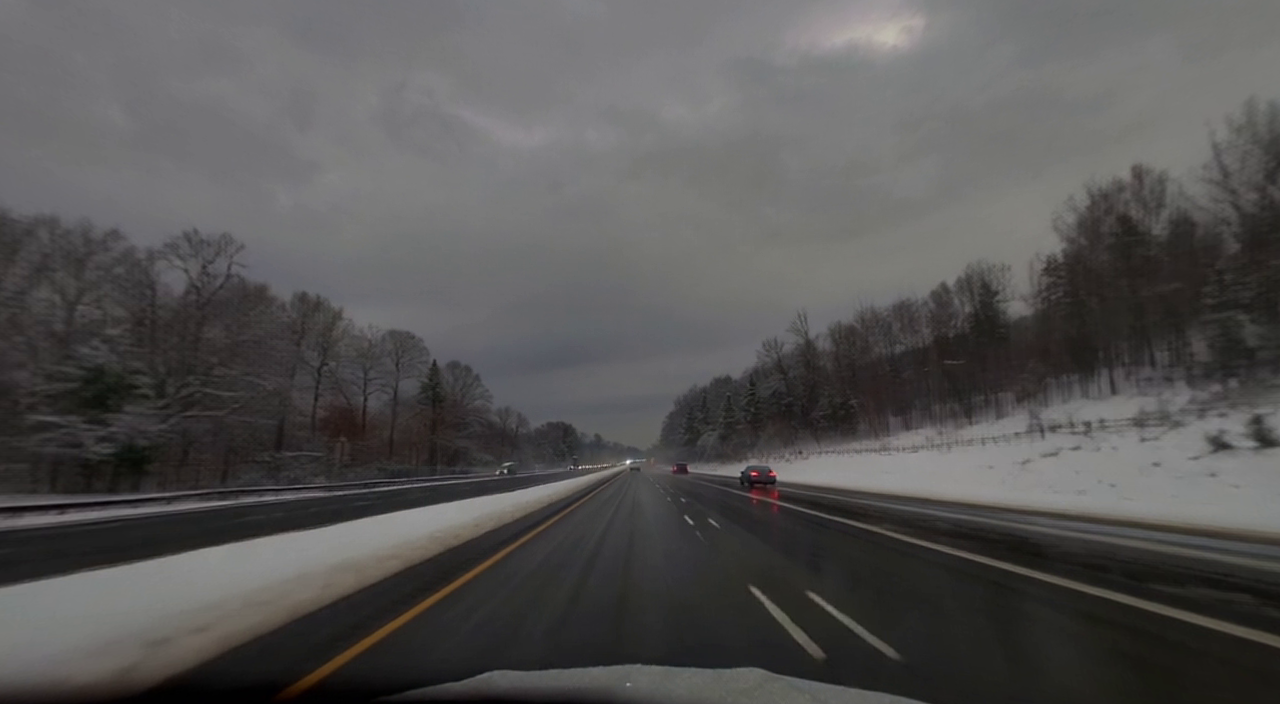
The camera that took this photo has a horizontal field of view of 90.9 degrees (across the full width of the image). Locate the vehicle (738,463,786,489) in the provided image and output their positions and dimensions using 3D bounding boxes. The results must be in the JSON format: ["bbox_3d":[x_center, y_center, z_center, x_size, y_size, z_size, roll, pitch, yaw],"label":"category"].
[{"bbox_3d":[7.481,7.686,39.059,2.024,1.476,4.352,1,-10,-2],"label":"vehicle"}]
